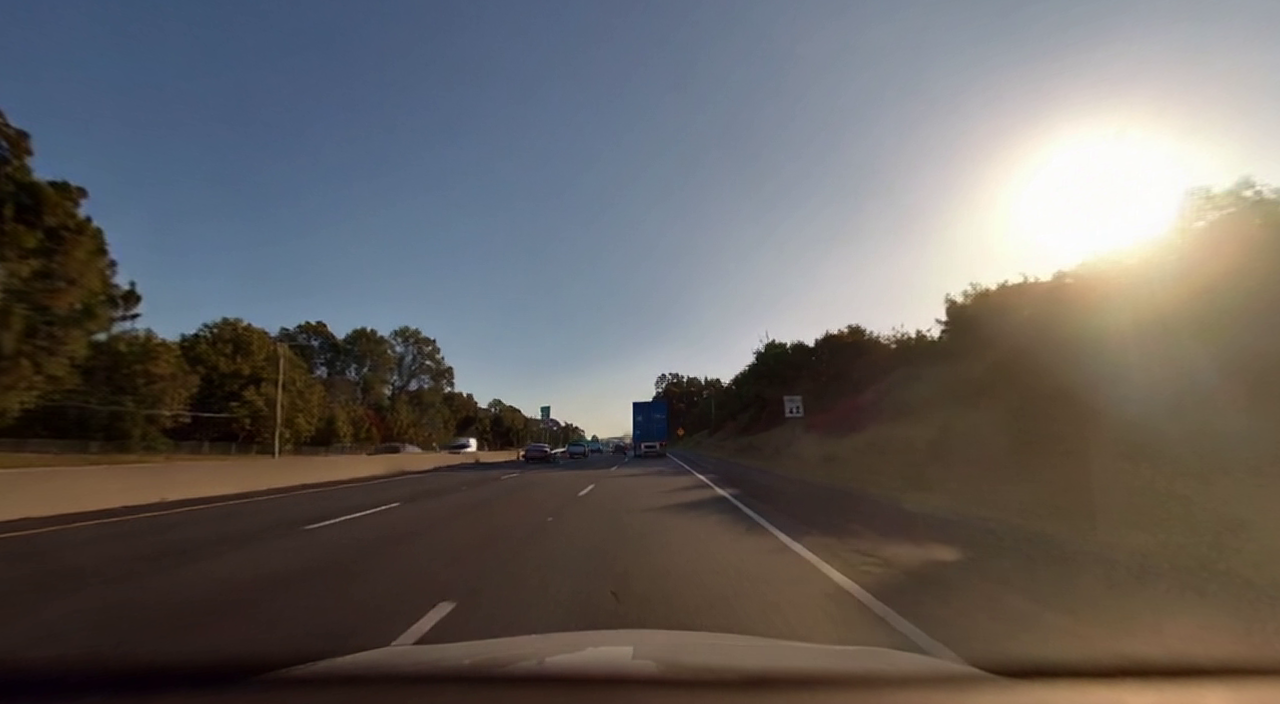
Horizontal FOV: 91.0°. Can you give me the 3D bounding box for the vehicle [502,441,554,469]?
[{"bbox_3d":[-6.343,5.889,36.268,2.017,1.517,4.766,0,-8,1],"label":"vehicle"}]
